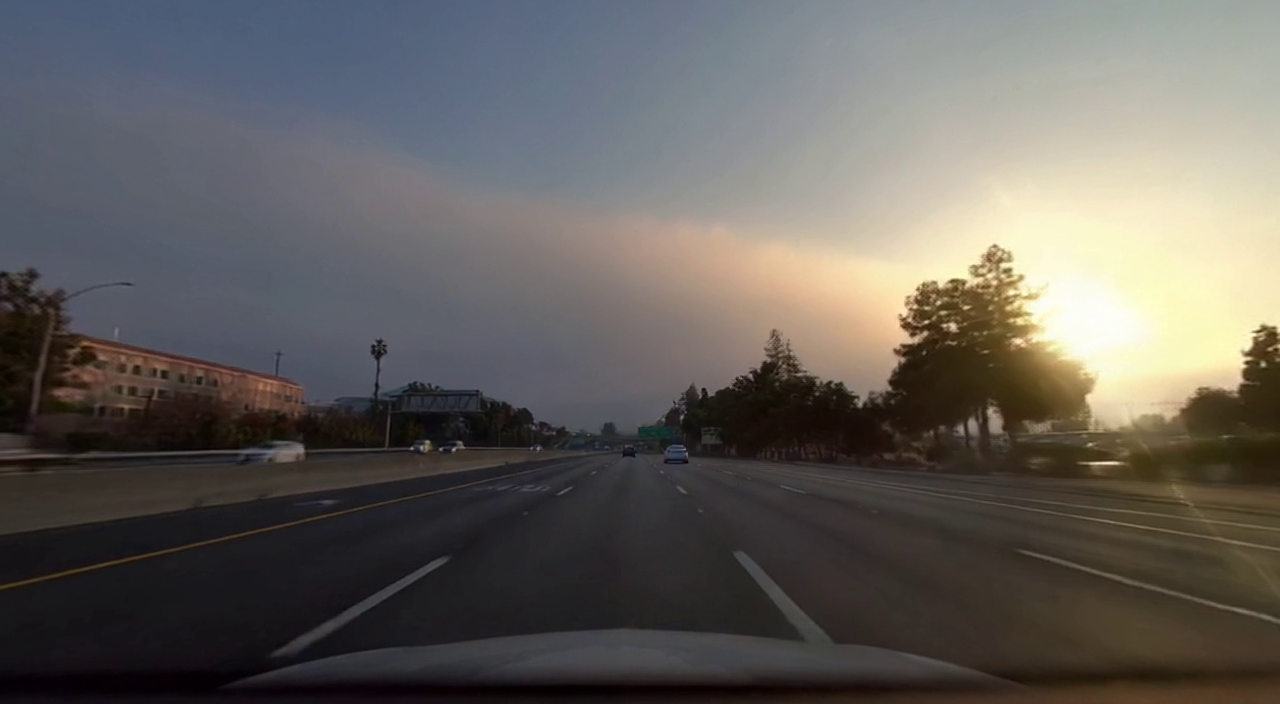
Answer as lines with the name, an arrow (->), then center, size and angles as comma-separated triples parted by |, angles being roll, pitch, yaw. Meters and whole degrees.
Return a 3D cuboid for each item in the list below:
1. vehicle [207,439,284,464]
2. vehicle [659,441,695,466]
vehicle -> -25.363, 6.408, 40.852 | 1.902, 1.514, 4.866 | 0, -9, 0
vehicle -> 2.580, 7.223, 45.176 | 2.127, 1.692, 4.382 | 0, -9, -2
